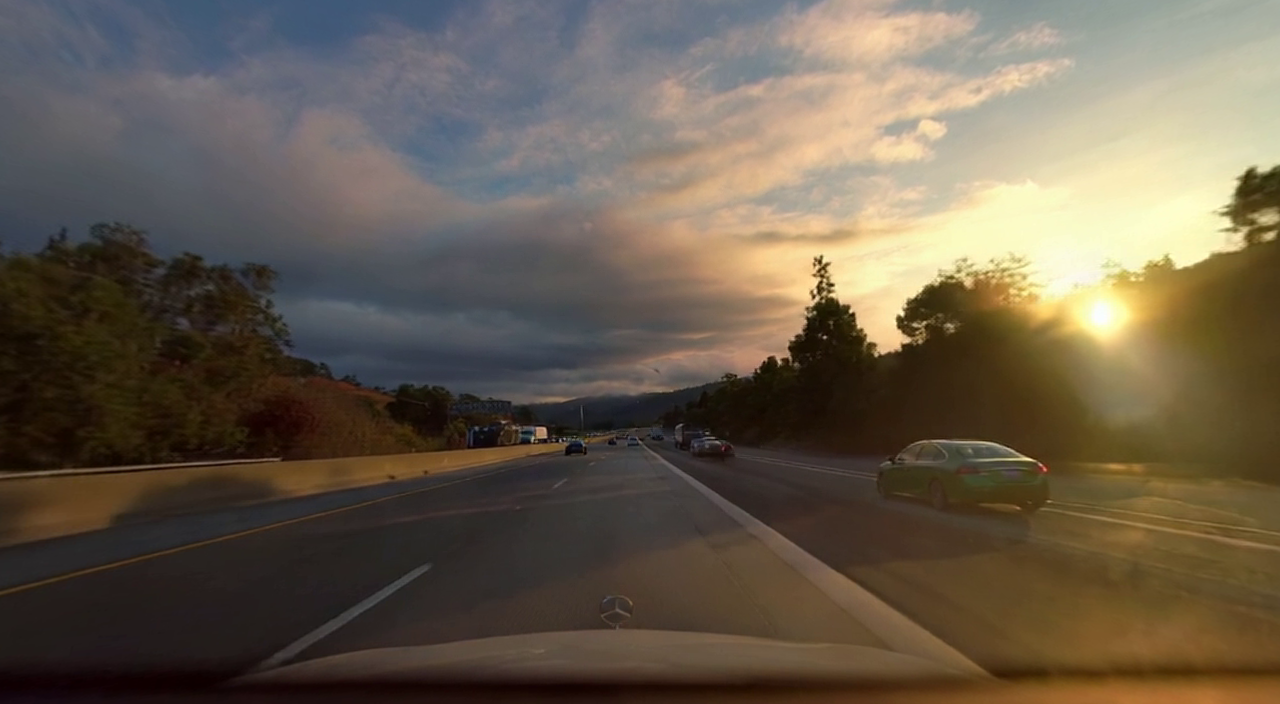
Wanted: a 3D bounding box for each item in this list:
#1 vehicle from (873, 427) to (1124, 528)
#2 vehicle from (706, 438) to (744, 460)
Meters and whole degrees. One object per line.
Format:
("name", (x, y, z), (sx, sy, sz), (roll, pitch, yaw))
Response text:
("vehicle", (6.164, 2.170, 11.590), (2.028, 1.488, 4.236), (0, -8, -2))
("vehicle", (5.708, 6.568, 42.880), (1.920, 1.436, 3.890), (0, -8, -2))
